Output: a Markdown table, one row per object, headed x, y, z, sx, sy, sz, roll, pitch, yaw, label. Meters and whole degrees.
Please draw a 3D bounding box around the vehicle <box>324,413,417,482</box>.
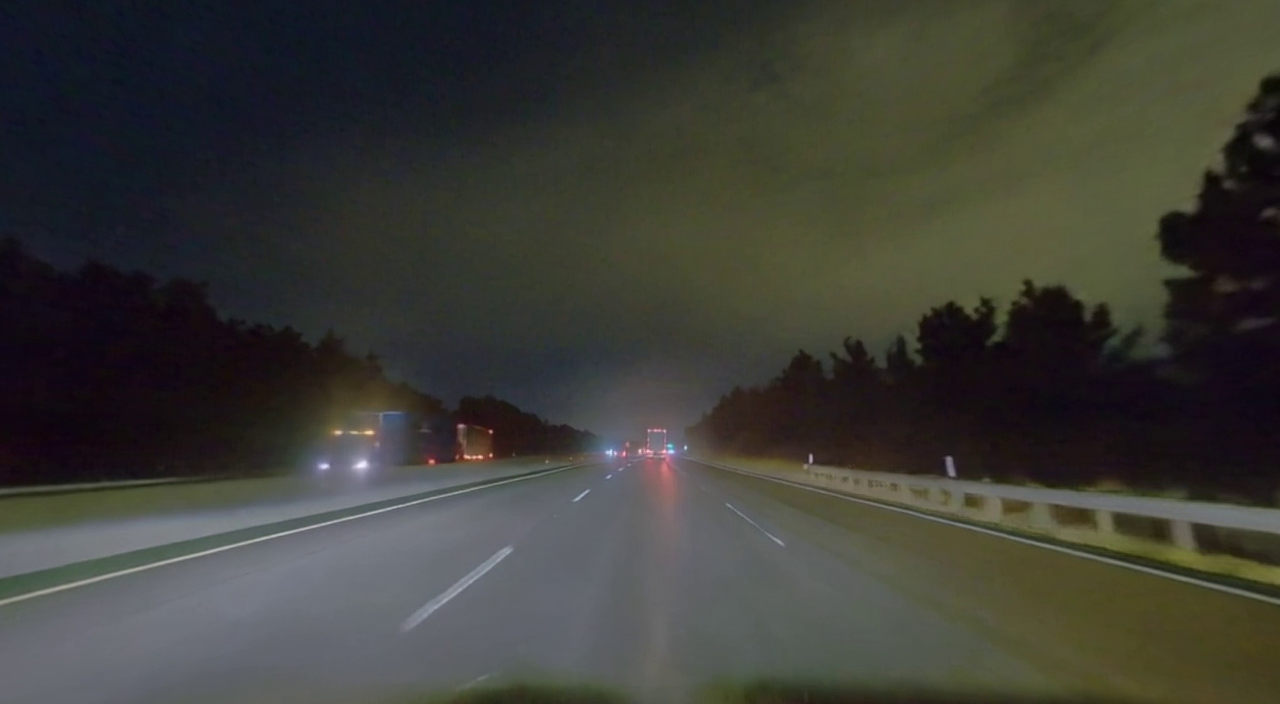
| x | y | z | sx | sy | sz | roll | pitch | yaw | label |
| --- | --- | --- | --- | --- | --- | --- | --- | --- | --- |
| -16.596 | 5.959 | 39.417 | 3.004 | 3.988 | 5.943 | 0 | -9 | 1 | vehicle |
